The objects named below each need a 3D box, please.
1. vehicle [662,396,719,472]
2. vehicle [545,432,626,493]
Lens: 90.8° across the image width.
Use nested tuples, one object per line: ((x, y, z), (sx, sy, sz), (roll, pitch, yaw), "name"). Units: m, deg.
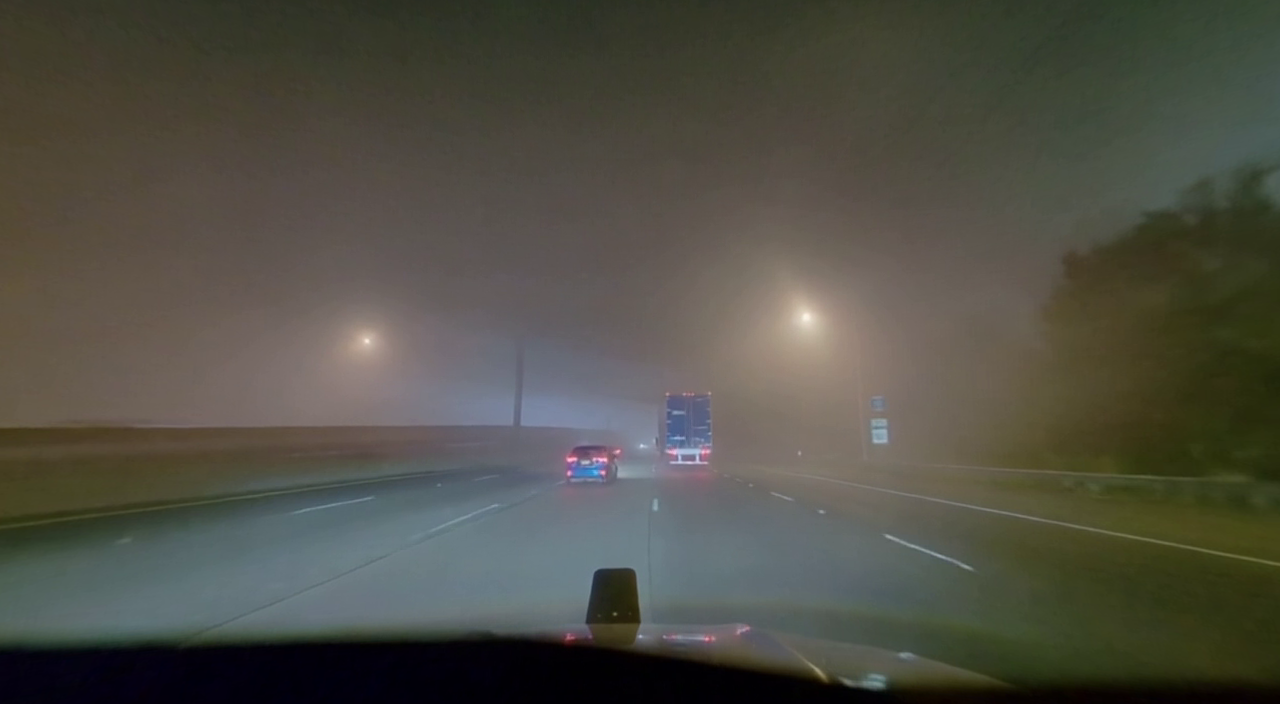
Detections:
((2.902, 5.181, 39.198), (2.964, 4.063, 10.072), (0, -9, 2), "vehicle")
((-1.606, 3.497, 20.267), (2.077, 1.716, 4.514), (0, -9, 2), "vehicle")
